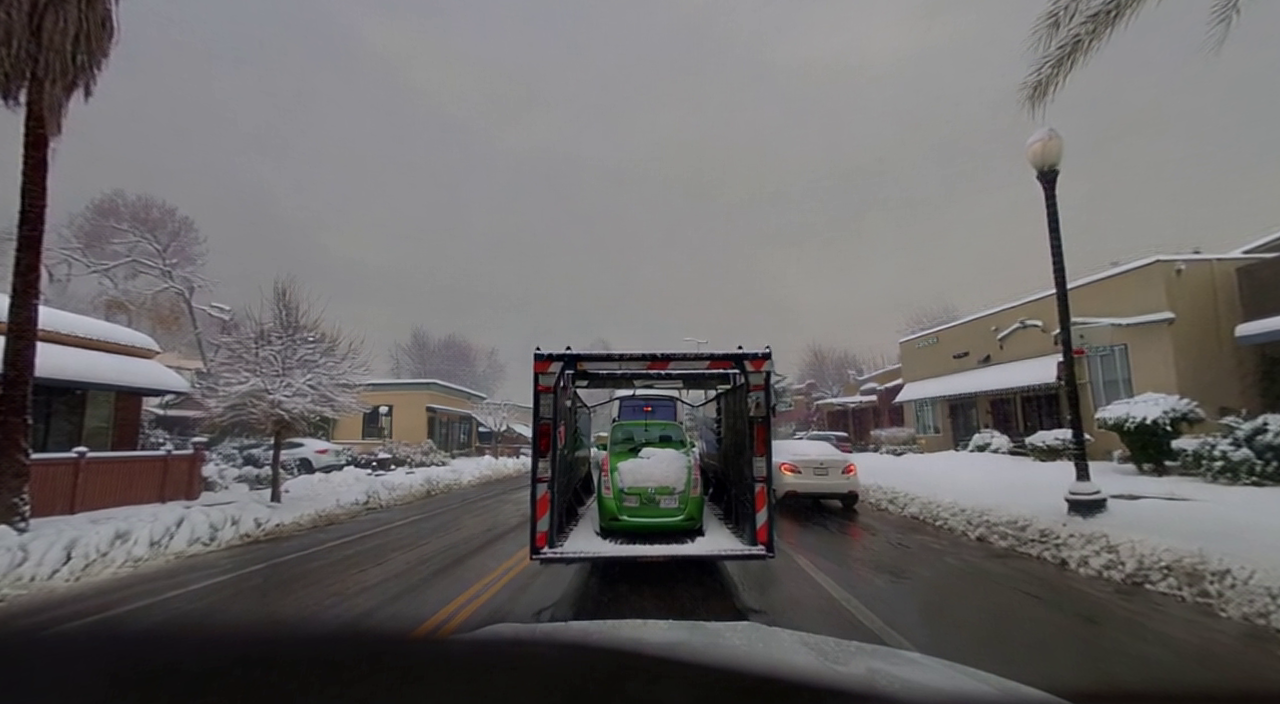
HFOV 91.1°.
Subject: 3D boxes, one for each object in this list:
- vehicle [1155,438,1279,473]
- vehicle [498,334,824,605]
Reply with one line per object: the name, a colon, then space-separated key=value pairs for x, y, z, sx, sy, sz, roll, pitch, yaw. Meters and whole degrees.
vehicle: x=28.574 y=5.094 z=31.129 sx=4.193 sy=1.633 sz=1.928 roll=-4 pitch=-9 yaw=26
vehicle: x=0.177 y=1.466 z=8.654 sx=2.728 sy=2.305 sz=6.506 roll=0 pitch=-9 yaw=0
